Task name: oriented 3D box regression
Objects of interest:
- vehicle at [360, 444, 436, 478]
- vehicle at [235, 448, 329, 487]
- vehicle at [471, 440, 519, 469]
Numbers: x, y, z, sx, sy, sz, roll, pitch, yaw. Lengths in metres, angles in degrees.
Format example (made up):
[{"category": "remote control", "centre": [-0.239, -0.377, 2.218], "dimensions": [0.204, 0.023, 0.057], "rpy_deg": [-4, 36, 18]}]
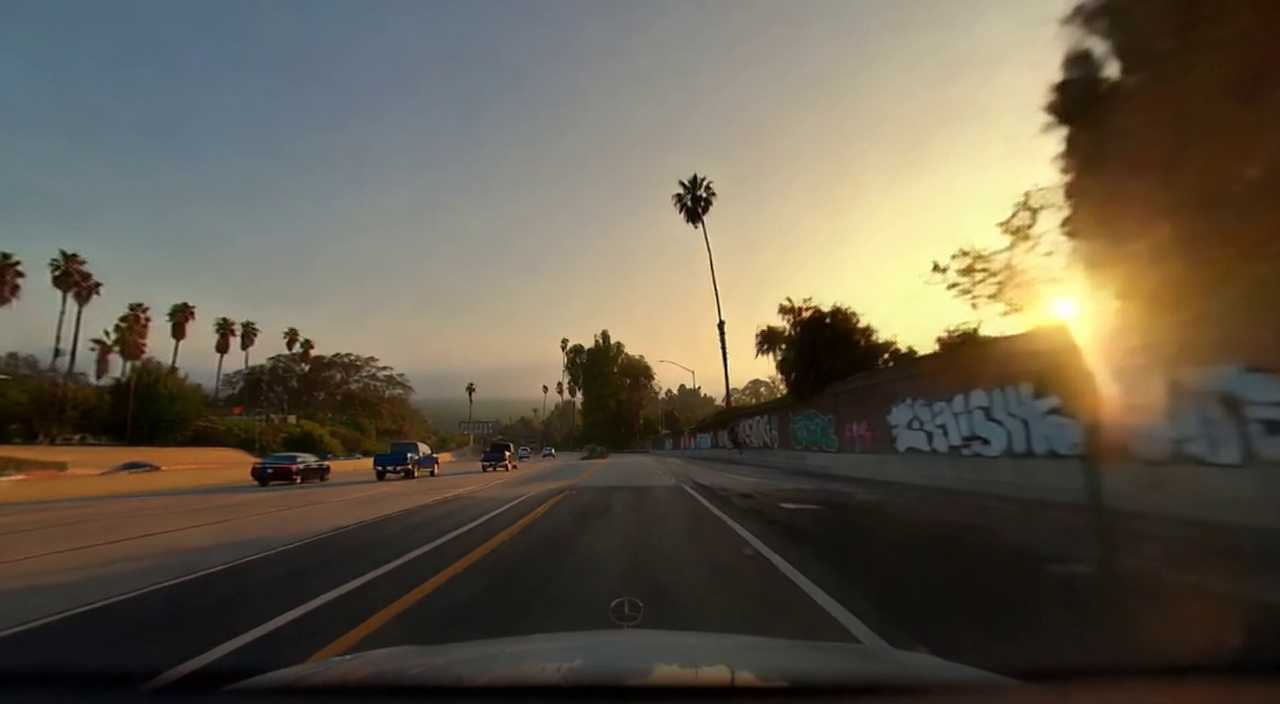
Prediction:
[{"category": "vehicle", "centre": [-14.367, 6.472, 37.854], "dimensions": [2.272, 1.882, 5.941], "rpy_deg": [0, -8, -1]}, {"category": "vehicle", "centre": [-18.323, 5.880, 32.596], "dimensions": [2.078, 1.802, 4.723], "rpy_deg": [0, -8, 0]}, {"category": "vehicle", "centre": [-10.859, 7.697, 47.646], "dimensions": [2.342, 1.999, 5.594], "rpy_deg": [0, -8, -1]}]
